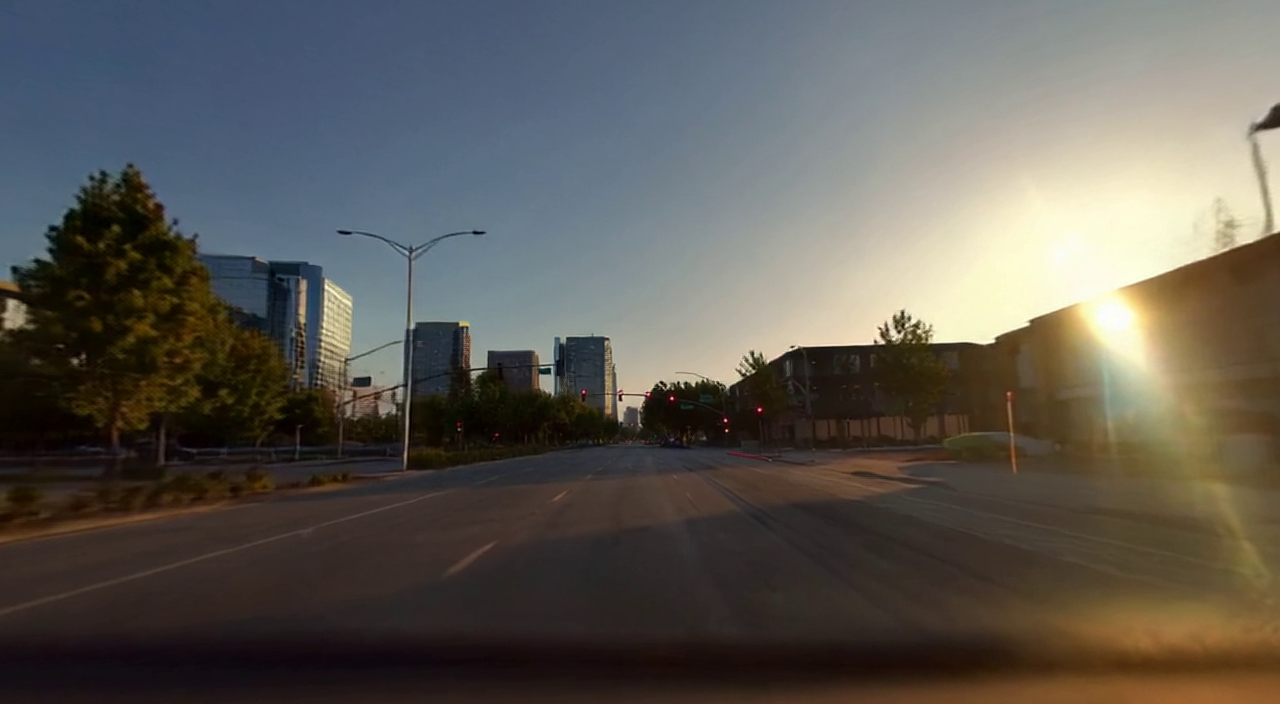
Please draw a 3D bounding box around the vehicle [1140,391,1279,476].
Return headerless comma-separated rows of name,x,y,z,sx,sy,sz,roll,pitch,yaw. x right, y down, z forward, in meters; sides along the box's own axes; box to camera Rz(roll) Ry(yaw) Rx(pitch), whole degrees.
vehicle,16.385,2.297,17.620,1.951,2.131,3.345,0,-9,-1
